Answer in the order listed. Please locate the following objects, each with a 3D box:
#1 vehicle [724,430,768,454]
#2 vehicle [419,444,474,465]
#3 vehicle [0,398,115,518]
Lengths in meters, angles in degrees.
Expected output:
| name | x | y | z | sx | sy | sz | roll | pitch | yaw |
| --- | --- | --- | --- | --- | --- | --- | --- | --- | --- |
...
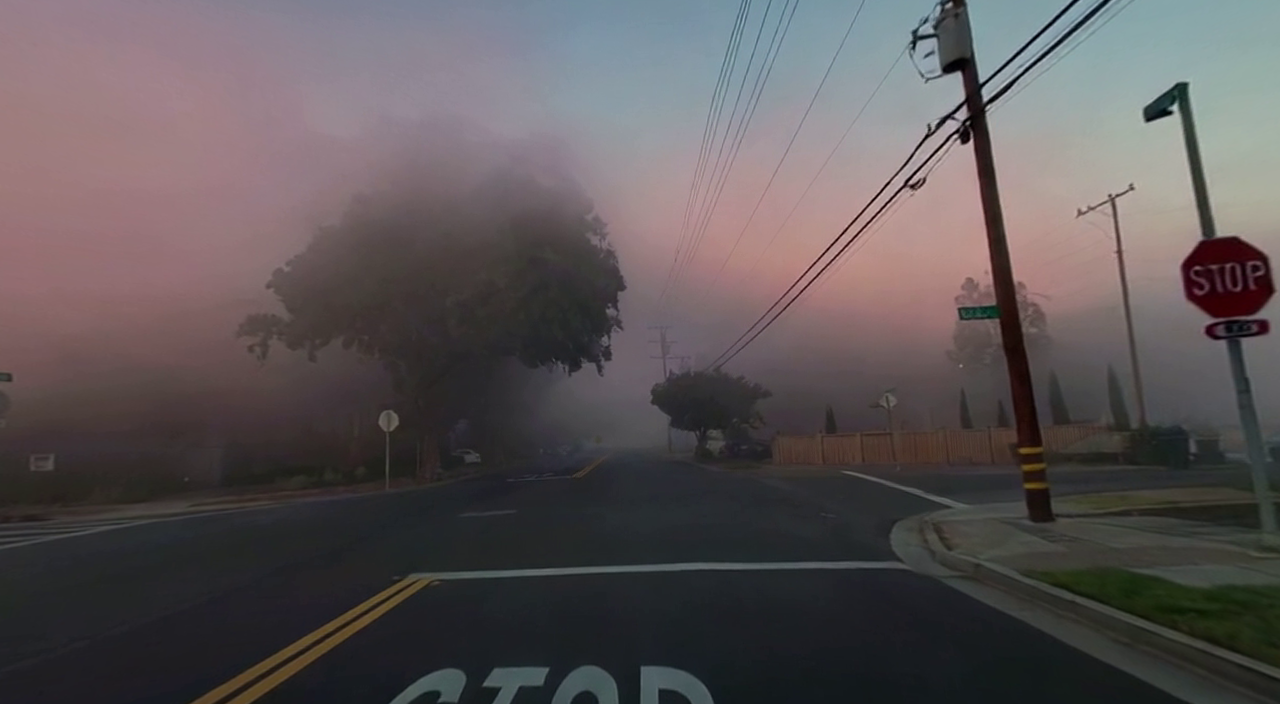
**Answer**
| name | x | y | z | sx | sy | sz | roll | pitch | yaw |
| --- | --- | --- | --- | --- | --- | --- | --- | --- | --- |
| vehicle | 8.132 | 7.001 | 48.841 | 1.998 | 1.756 | 4.395 | 1 | -9 | -10 |
| vehicle | -15.014 | 7.962 | 49.132 | 3.652 | 1.553 | 1.701 | -1 | -8 | 4 |
| vehicle | -19.863 | 3.306 | 19.510 | 2.842 | 3.181 | 8.576 | 5 | -12 | -22 |
